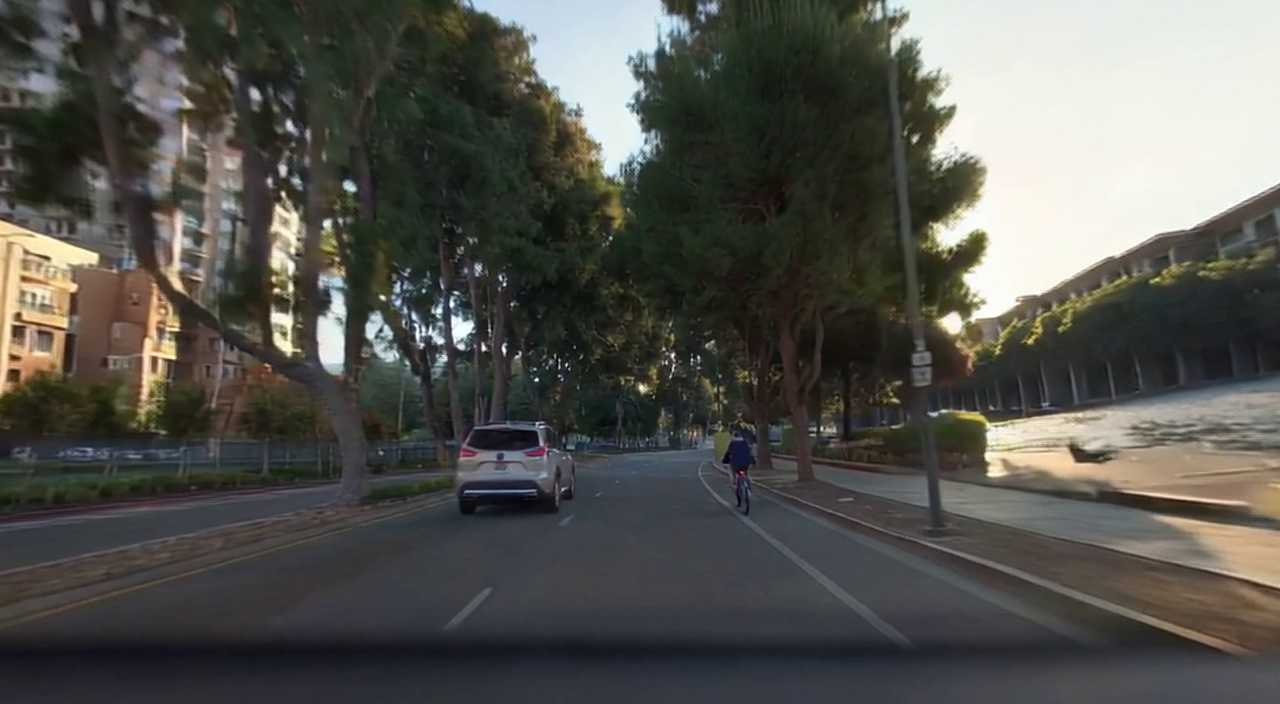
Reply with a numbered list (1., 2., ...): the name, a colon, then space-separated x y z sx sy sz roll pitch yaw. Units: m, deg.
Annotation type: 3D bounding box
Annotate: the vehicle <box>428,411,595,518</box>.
1. vehicle: -2.442 2.368 13.684 2.294 1.859 5.127 -1 -9 3
